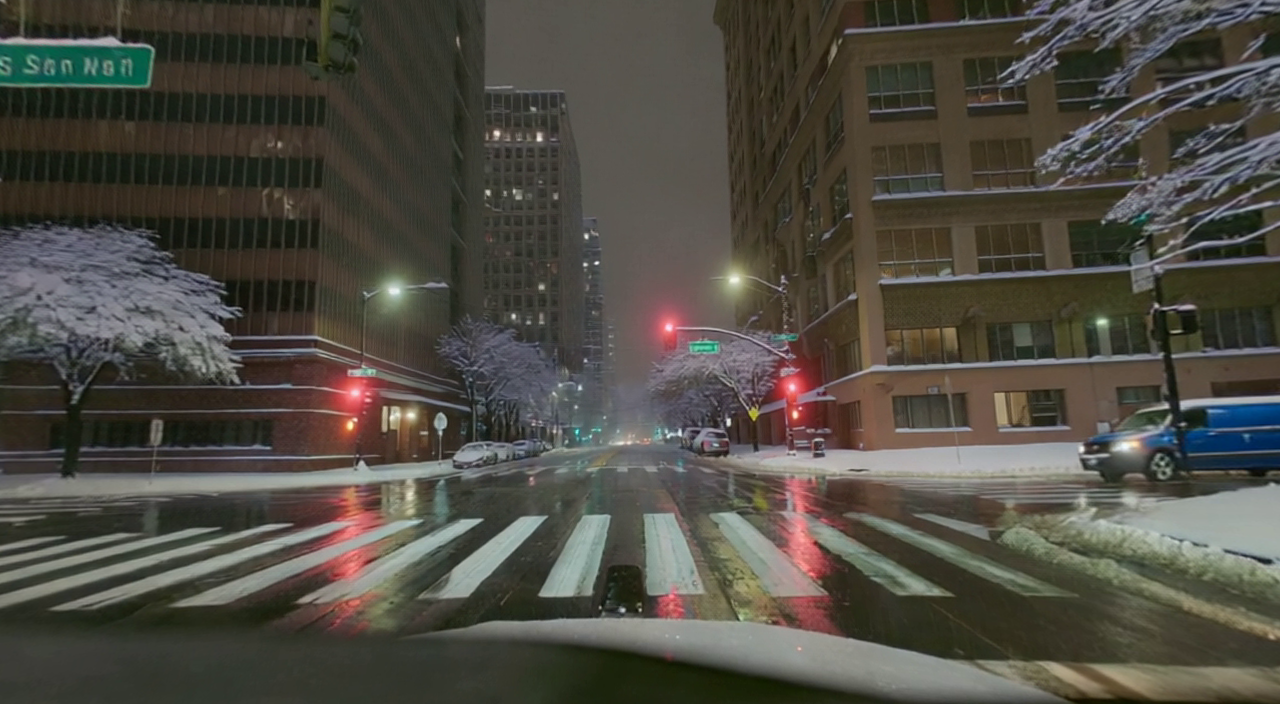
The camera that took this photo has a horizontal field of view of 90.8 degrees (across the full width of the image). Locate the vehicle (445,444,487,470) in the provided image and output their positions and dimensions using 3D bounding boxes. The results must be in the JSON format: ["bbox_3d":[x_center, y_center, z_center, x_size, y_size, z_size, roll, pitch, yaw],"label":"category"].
[{"bbox_3d":[-12.425,7.507,45.383,1.935,1.639,4.244,-3,-8,-2],"label":"vehicle"}]

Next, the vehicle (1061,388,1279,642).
[{"bbox_3d":[5.641,1.133,4.292,2.070,1.804,4.881,0,-8,-2],"label":"vehicle"}]
